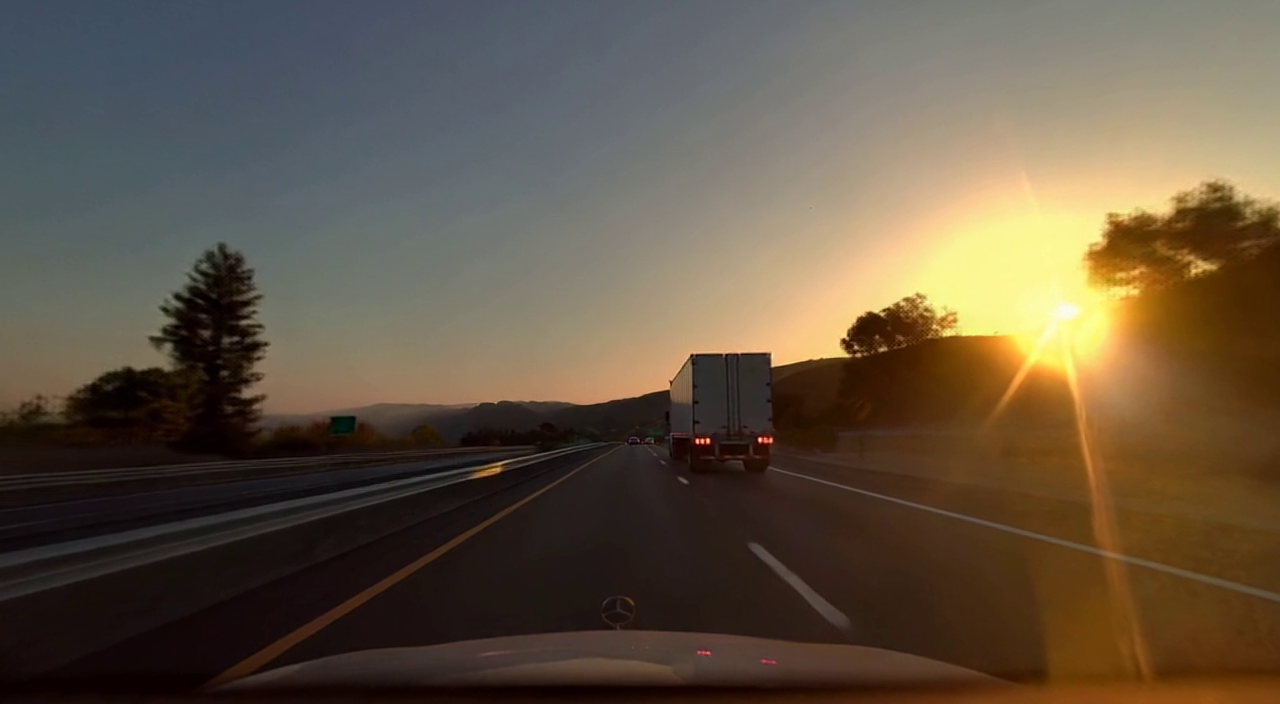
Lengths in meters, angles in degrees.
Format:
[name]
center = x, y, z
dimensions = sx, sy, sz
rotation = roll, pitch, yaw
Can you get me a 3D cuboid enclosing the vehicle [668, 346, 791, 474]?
[vehicle]
center = 3.104, 2.701, 26.627
dimensions = 2.924, 4.024, 13.639
rotation = 0, -8, -1
